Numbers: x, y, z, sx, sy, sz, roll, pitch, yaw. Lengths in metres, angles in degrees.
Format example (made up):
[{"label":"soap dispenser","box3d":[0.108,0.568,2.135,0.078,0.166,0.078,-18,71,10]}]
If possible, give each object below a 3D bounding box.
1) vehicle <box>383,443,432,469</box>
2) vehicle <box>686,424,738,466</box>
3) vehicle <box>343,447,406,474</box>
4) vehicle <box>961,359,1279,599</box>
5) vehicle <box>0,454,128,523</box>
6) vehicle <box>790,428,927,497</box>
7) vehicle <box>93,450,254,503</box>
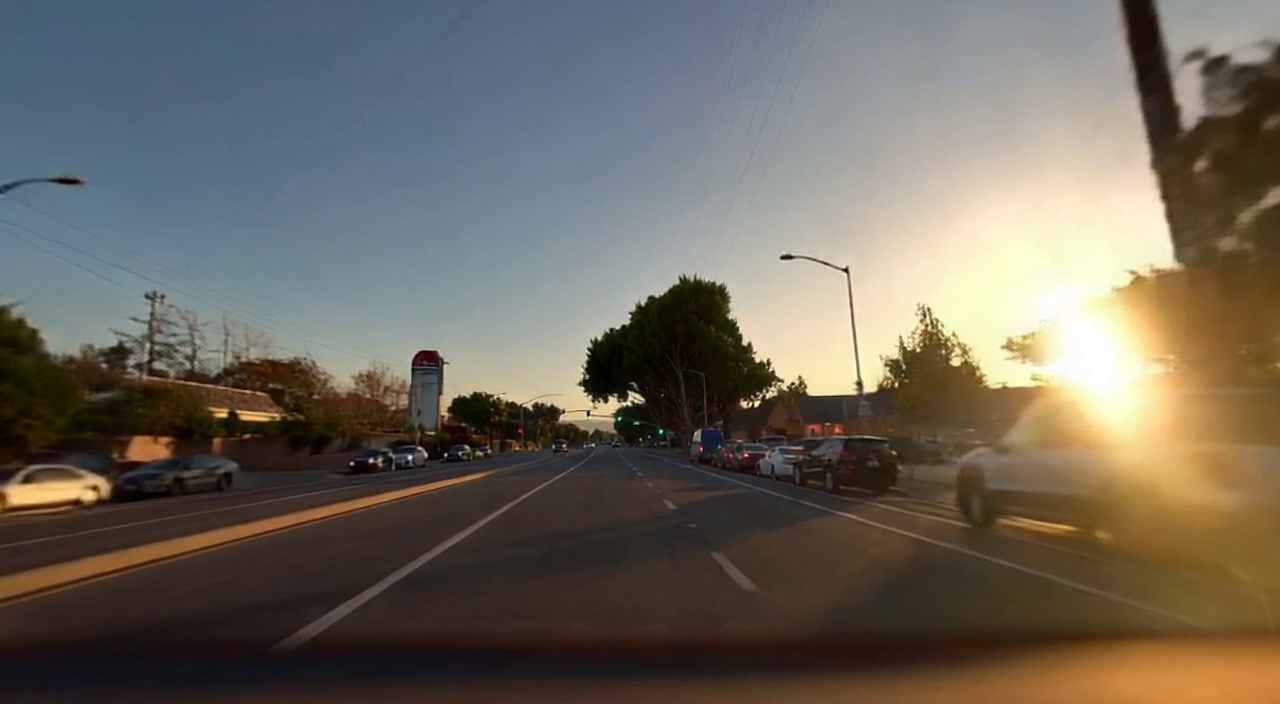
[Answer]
[{"label":"vehicle","box3d":[-16.568,7.395,45.024,1.928,1.718,4.279,0,-8,-1]},{"label":"vehicle","box3d":[5.374,7.072,48.133,2.739,2.866,6.142,-1,-7,-5]},{"label":"vehicle","box3d":[-16.313,6.662,38.893,2.036,1.478,4.615,0,-8,-2]},{"label":"vehicle","box3d":[7.189,1.618,8.514,2.327,2.296,5.692,1,-9,-4]},{"label":"vehicle","box3d":[-15.442,3.306,15.547,1.880,1.488,4.483,0,-8,-2]},{"label":"vehicle","box3d":[6.677,3.459,20.150,2.092,1.887,5.632,0,-9,-3]},{"label":"vehicle","box3d":[-15.534,4.128,21.389,1.897,1.517,4.802,0,-9,-2]}]
